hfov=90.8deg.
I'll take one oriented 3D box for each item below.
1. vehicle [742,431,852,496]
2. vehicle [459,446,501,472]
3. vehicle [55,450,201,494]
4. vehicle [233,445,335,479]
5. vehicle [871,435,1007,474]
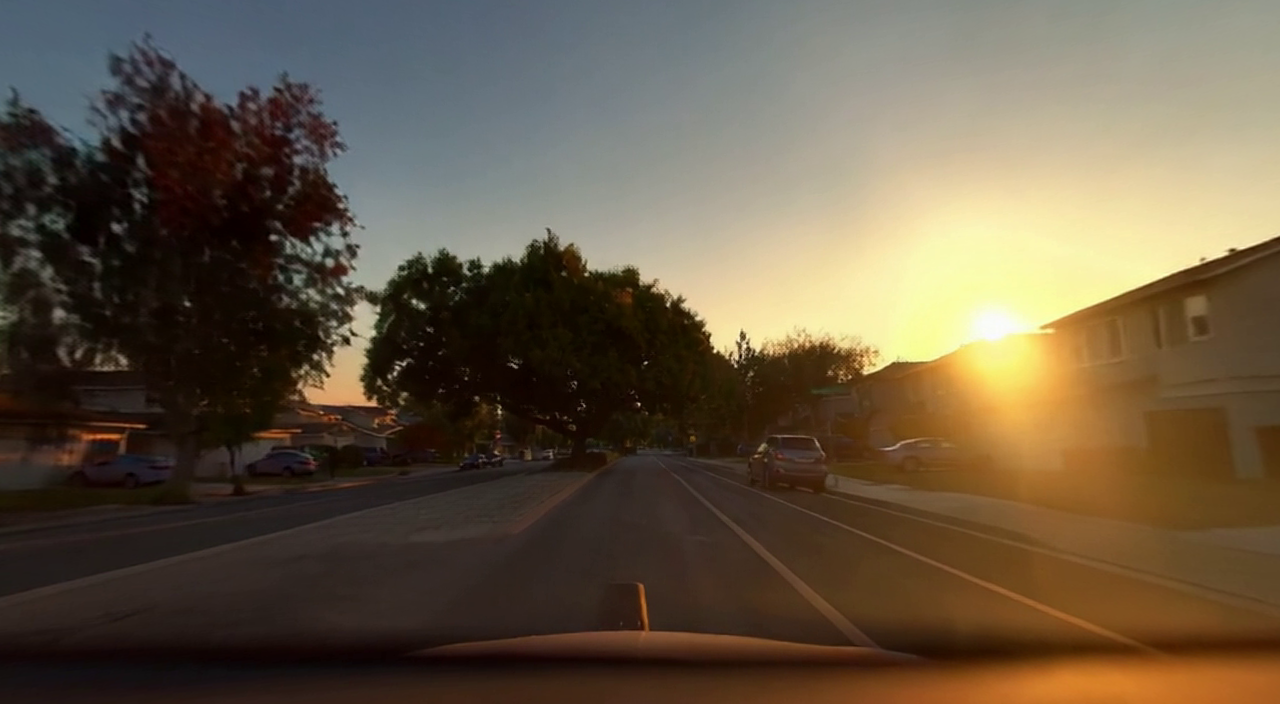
[{"bbox_3d":[4.804,3.504,20.234,2.196,1.801,4.778,0,-8,-1],"label":"vehicle"},{"bbox_3d":[-12.484,8.373,49.607,2.003,1.804,4.554,-1,-7,1],"label":"vehicle"},{"bbox_3d":[-21.194,4.965,26.318,4.272,1.688,1.990,0,-9,-1],"label":"vehicle"},{"bbox_3d":[-20.732,6.413,36.934,4.698,1.862,2.116,0,-9,2],"label":"vehicle"},{"bbox_3d":[12.158,4.192,25.948,4.577,1.490,1.903,0,-8,0],"label":"vehicle"}]
